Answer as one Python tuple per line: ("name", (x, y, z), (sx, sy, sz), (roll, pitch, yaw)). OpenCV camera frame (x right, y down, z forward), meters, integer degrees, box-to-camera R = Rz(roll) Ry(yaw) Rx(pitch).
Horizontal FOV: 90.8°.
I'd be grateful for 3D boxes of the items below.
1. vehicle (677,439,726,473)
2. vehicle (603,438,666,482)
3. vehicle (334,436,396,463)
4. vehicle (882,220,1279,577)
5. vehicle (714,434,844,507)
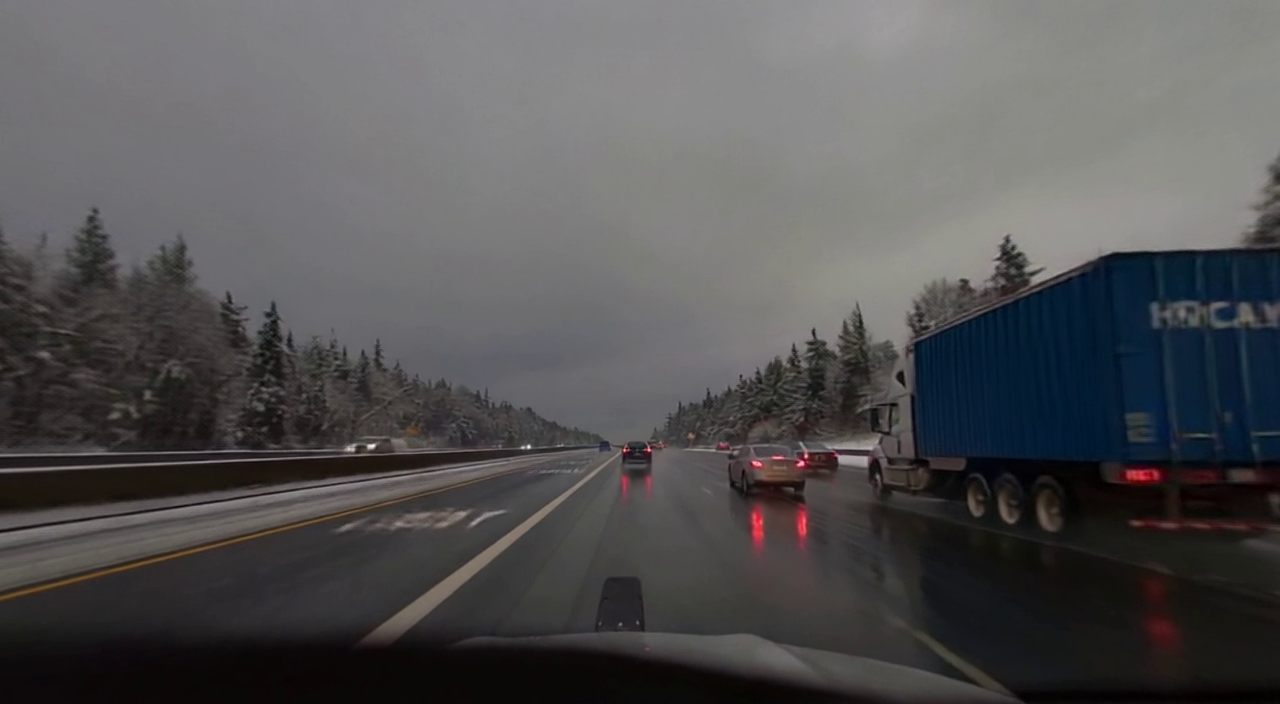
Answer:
("vehicle", (2.919, 5.040, 30.780), (1.856, 1.517, 4.198), (0, -9, -2))
("vehicle", (-0.216, 3.918, 23.166), (2.098, 1.475, 3.997), (0, -9, -1))
("vehicle", (-18.190, 6.486, 42.098), (2.149, 1.701, 4.541), (0, -9, -1))
("vehicle", (7.340, 1.051, 10.750), (2.799, 3.655, 8.627), (0, -9, -1))
("vehicle", (3.213, 2.862, 15.711), (1.993, 1.504, 4.781), (0, -9, -2))
